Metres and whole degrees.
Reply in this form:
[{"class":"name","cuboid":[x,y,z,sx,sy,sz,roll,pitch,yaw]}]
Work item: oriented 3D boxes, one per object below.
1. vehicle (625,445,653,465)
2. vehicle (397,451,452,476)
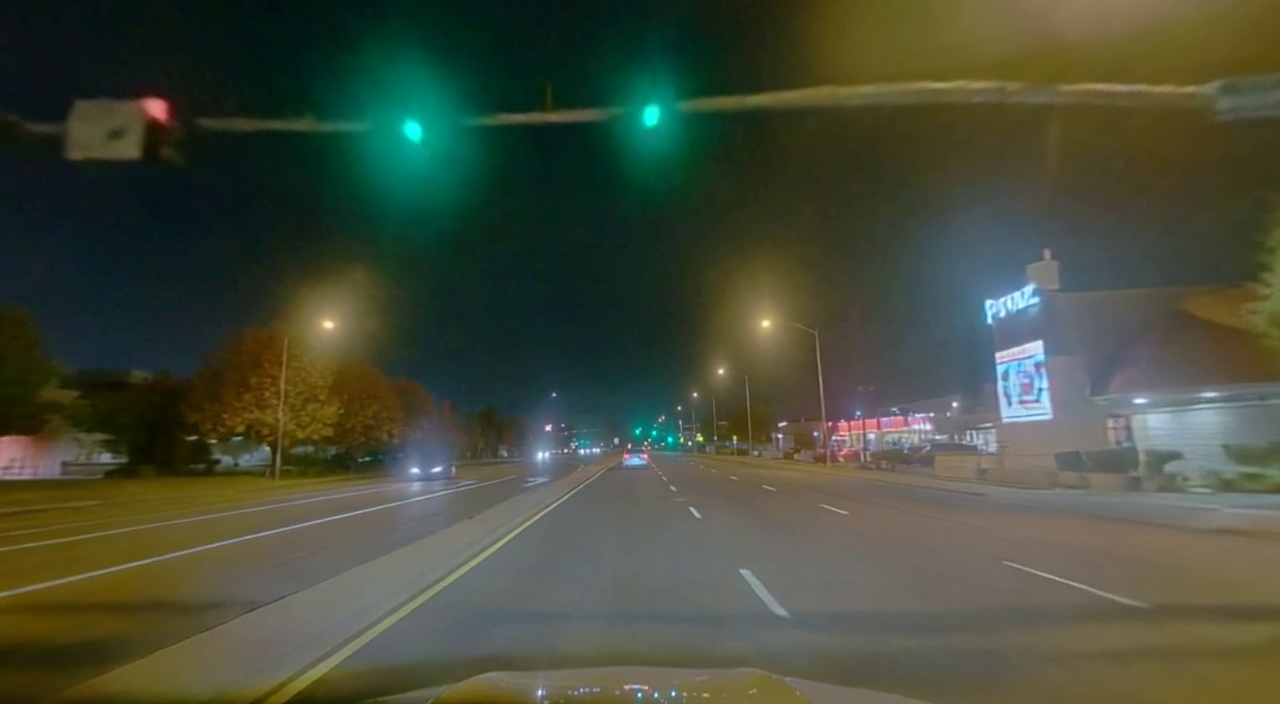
[{"class":"vehicle","cuboid":[-0.112,8.009,49.425,2.027,1.494,3.942,0,-8,-1]},{"class":"vehicle","cuboid":[-14.163,7.366,41.865,1.896,1.485,4.655,0,-8,2]}]
